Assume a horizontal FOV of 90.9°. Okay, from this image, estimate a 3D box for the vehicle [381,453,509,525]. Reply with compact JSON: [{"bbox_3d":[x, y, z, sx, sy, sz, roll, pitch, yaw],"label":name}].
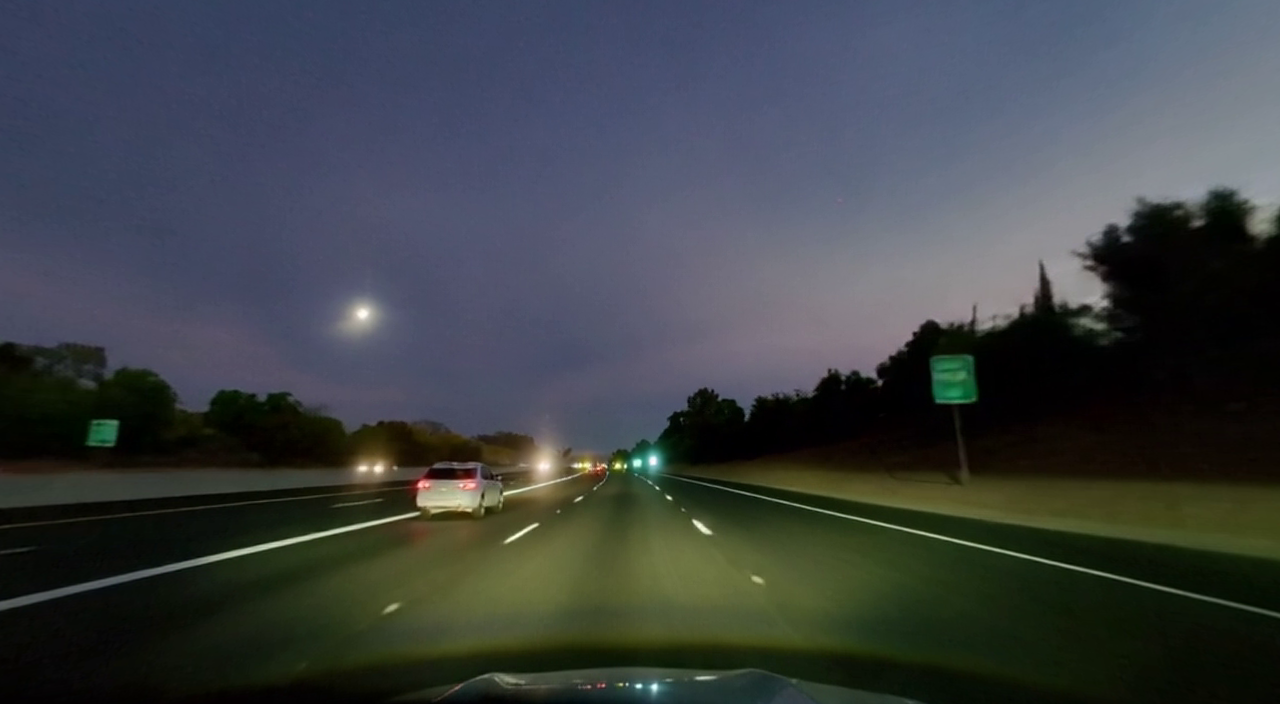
[{"bbox_3d":[-4.761,3.423,16.020,2.025,1.584,3.657,1,-11,0],"label":"vehicle"}]
